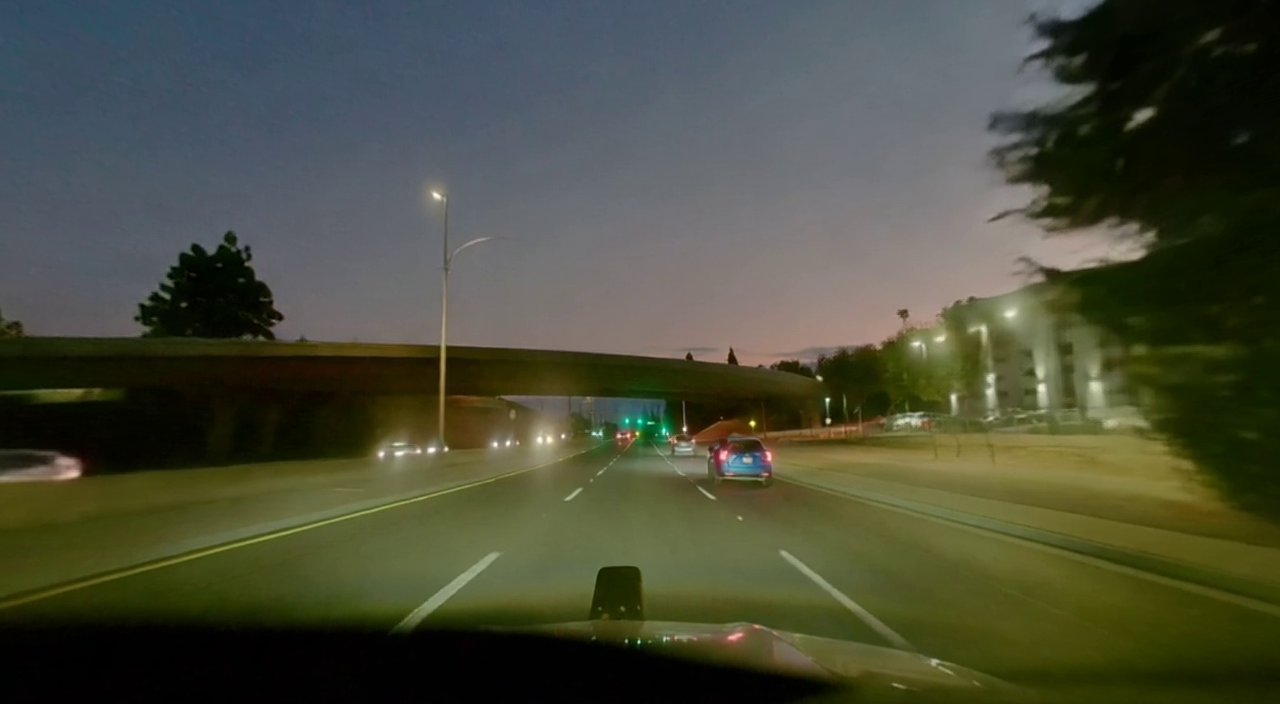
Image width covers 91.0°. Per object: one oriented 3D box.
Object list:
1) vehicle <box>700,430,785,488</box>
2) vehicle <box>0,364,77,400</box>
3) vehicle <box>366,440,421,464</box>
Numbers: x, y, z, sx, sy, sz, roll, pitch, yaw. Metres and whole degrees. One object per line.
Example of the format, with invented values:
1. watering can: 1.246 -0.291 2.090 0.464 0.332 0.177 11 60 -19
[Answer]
1. vehicle: 3.272 3.524 21.077 2.110 1.712 4.489 0 -9 0
2. vehicle: -41.614 2.061 42.592 5.108 2.084 2.259 -3 -7 6
3. vehicle: -16.504 6.692 42.390 1.967 1.520 4.542 0 -9 -1
